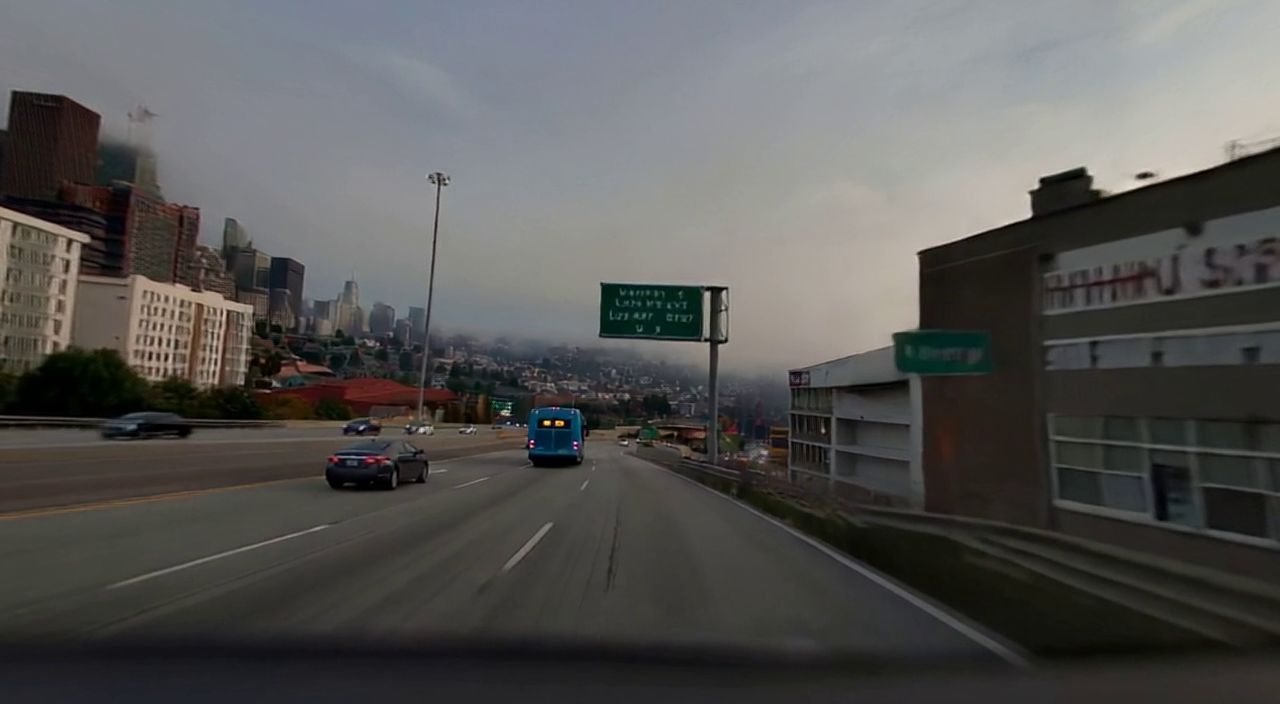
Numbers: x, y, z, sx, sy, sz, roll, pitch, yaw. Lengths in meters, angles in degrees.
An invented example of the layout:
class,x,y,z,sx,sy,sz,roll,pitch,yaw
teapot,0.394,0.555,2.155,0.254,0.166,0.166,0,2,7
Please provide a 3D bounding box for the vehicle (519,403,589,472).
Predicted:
class,x,y,z,sx,sy,sz,roll,pitch,yaw
vehicle,-4.121,4.413,31.616,2.888,2.944,8.373,2,-10,-5

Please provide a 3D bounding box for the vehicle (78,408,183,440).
class,x,y,z,sx,sy,sz,roll,pitch,yaw
vehicle,-32.015,4.590,39.825,2.187,1.813,5.007,-1,-9,4

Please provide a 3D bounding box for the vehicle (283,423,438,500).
class,x,y,z,sx,sy,sz,roll,pitch,yaw
vehicle,-7.010,2.802,16.448,1.993,1.690,4.450,0,-9,0
